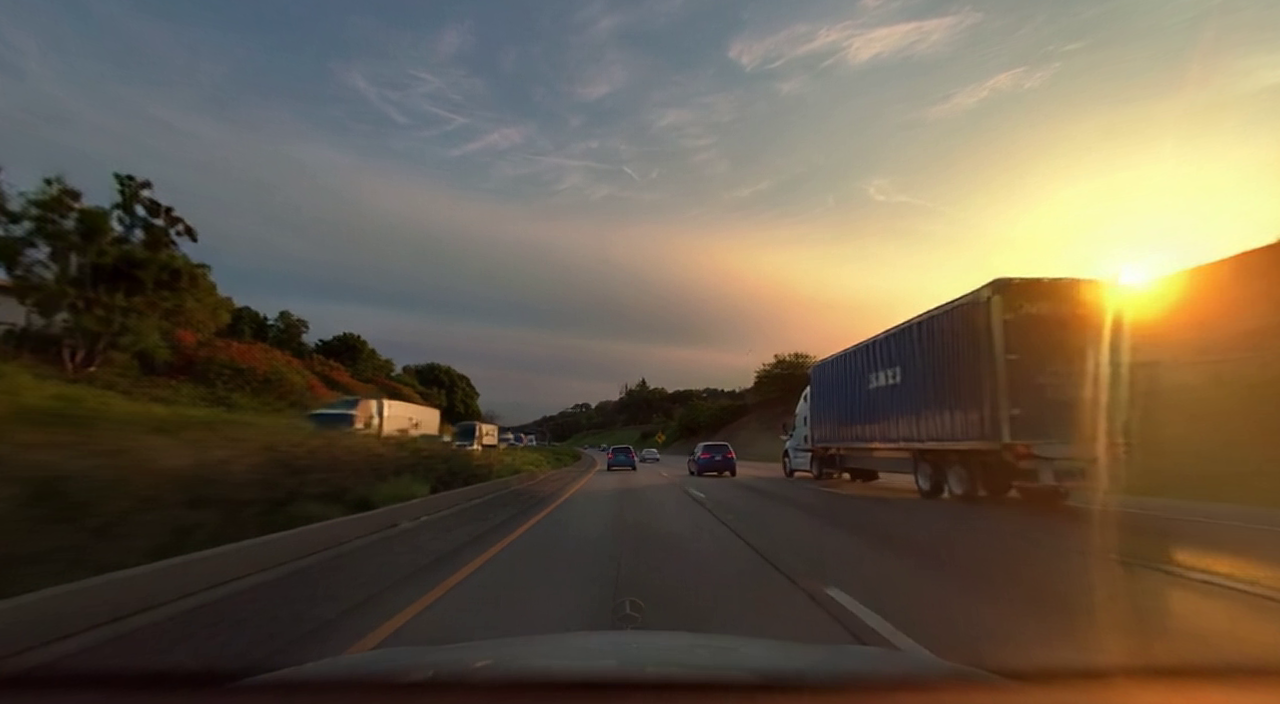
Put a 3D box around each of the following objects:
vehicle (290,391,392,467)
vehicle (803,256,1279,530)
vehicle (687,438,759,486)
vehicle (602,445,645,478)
[{"bbox_3d":[-16.950,4.523,36.288,2.948,4.008,5.870,0,-9,-1],"label":"vehicle"},{"bbox_3d":[7.685,1.624,16.196,2.965,3.990,14.227,0,-9,-1],"label":"vehicle"},{"bbox_3d":[3.000,4.064,23.589,2.013,1.623,3.916,0,-9,-2],"label":"vehicle"},{"bbox_3d":[-0.843,5.414,31.463,2.050,1.534,3.771,0,-9,-2],"label":"vehicle"}]
